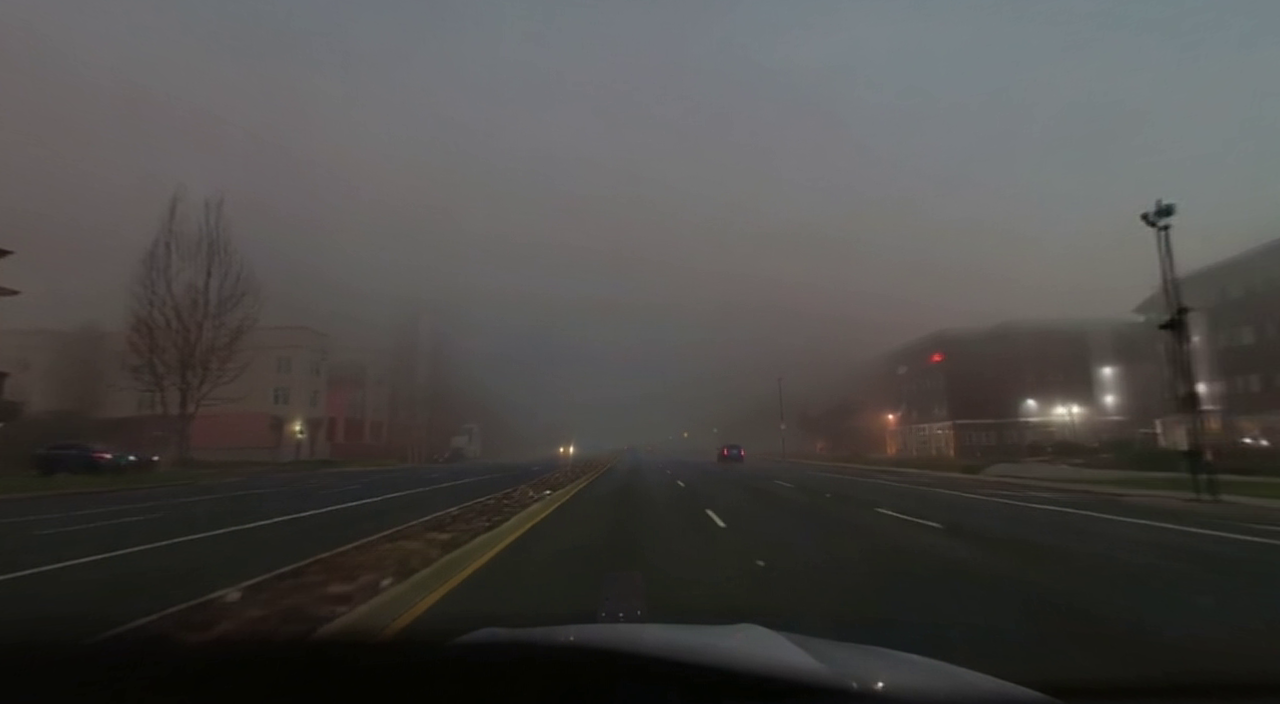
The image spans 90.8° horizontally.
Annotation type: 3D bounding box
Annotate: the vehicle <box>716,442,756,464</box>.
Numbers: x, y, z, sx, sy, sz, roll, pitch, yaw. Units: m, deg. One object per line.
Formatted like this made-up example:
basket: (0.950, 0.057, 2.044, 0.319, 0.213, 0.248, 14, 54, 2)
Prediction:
vehicle: (6.394, 6.792, 42.595, 1.916, 1.437, 4.327, 0, -9, -2)

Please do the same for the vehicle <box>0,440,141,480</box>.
vehicle: (-29.558, 5.583, 32.922, 2.207, 1.863, 5.860, 0, -9, 1)
